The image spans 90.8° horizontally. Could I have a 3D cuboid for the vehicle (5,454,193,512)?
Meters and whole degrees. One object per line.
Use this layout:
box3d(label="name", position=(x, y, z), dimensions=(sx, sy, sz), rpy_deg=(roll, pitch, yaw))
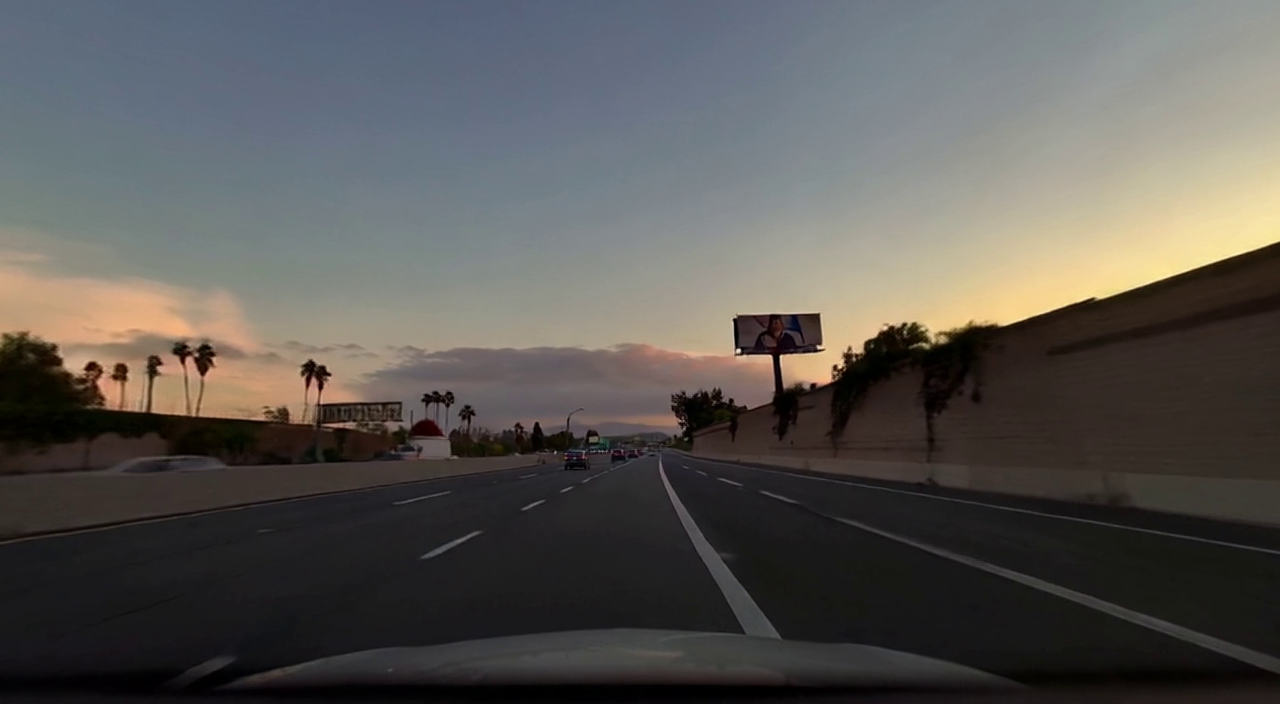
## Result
box3d(label="vehicle", position=(-15.478, 3.723, 18.408), dimensions=(2.001, 1.437, 3.855), rpy_deg=(0, -9, 0))

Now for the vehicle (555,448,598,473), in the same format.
box3d(label="vehicle", position=(-3.912, 6.762, 39.795), dimensions=(2.078, 1.457, 4.648), rpy_deg=(0, -9, 2))
